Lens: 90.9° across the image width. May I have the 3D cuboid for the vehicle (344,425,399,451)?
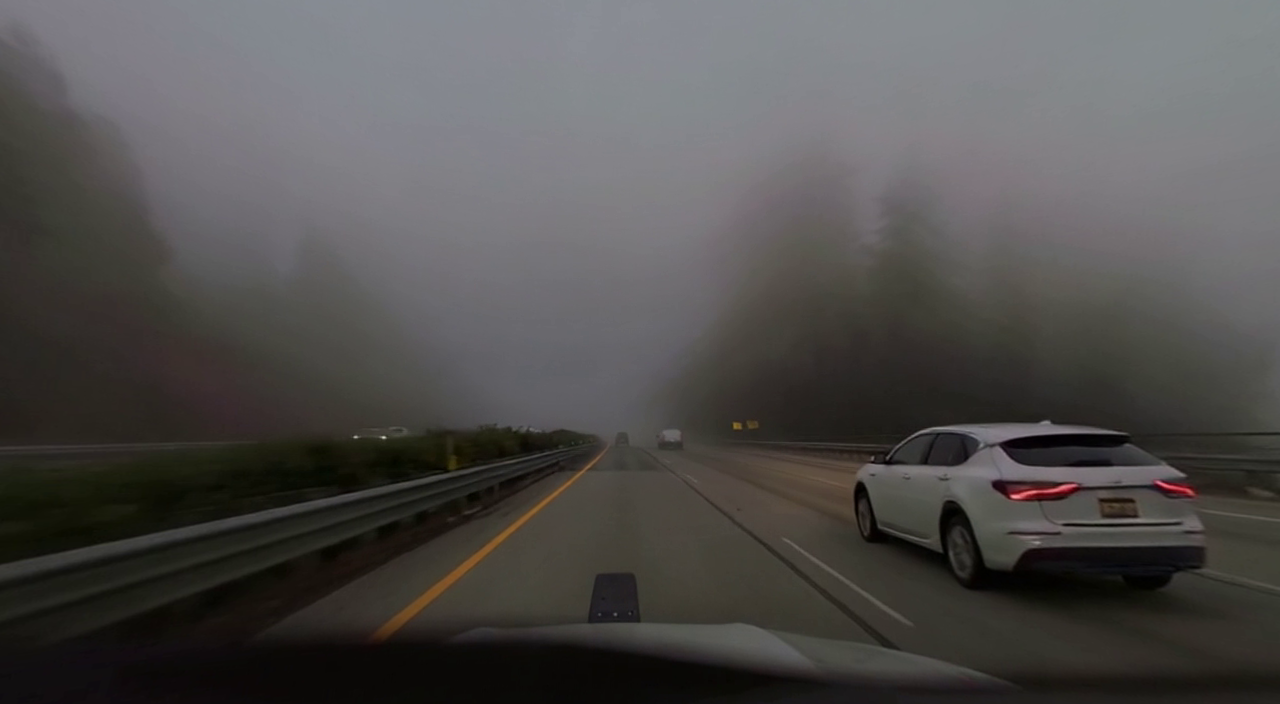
[{"bbox_3d":[-16.930,5.464,39.941,1.799,1.545,3.977,0,-8,-1],"label":"vehicle"}]

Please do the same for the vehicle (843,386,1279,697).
[{"bbox_3d":[3.350,1.218,5.199,2.002,1.569,3.845,0,-8,-1],"label":"vehicle"}]
